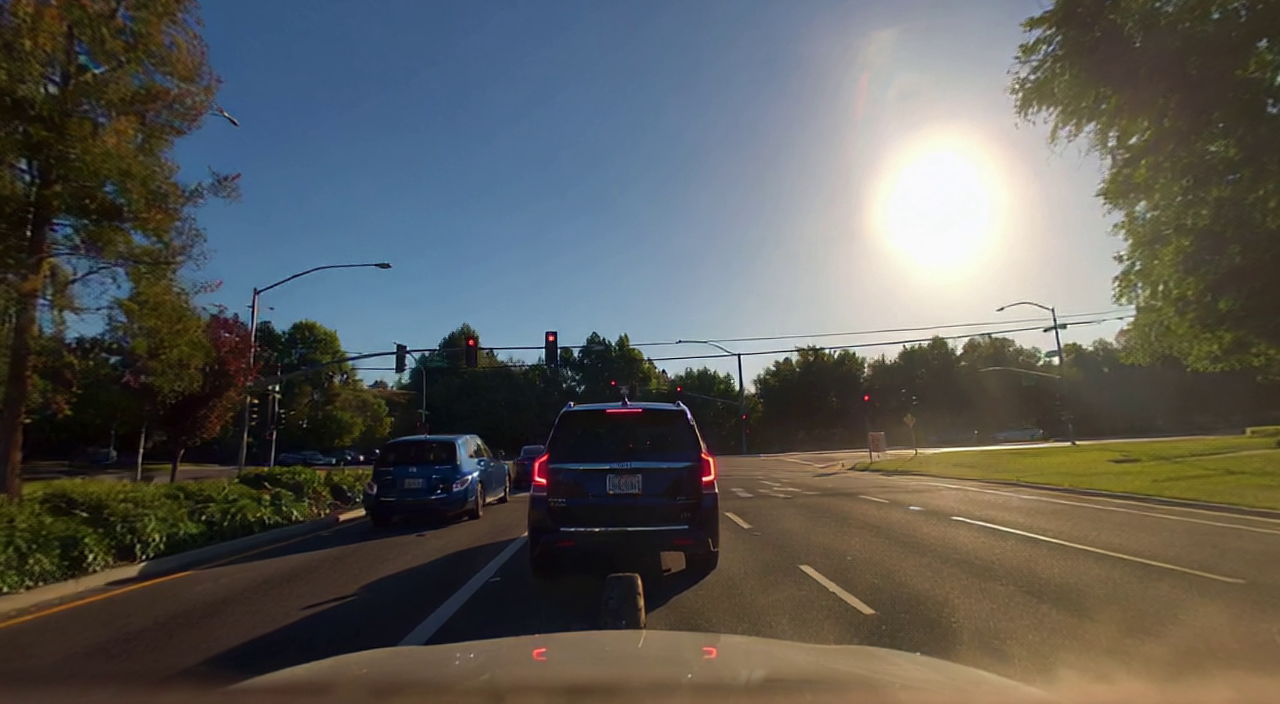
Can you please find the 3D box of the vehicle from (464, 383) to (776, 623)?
[{"bbox_3d":[-0.162,1.421,6.826,2.298,1.770,4.138,0,-8,0],"label":"vehicle"}]

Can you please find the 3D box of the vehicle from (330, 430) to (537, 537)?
[{"bbox_3d":[-3.369,2.261,11.628,2.061,1.504,5.142,0,-8,0],"label":"vehicle"}]
